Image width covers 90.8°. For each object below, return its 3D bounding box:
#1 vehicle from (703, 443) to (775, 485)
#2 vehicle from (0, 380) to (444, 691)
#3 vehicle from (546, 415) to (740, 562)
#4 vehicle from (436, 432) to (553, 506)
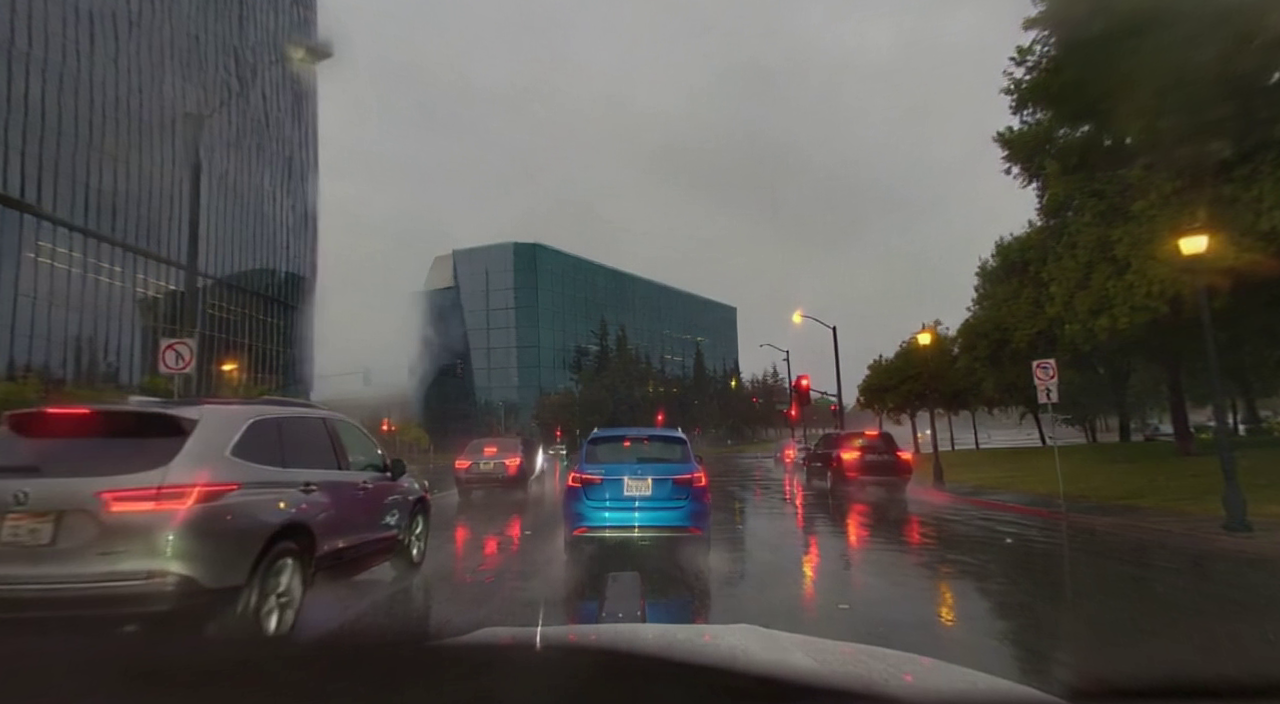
[{"bbox_3d":[3.714,4.260,24.461,2.082,1.445,4.426,0,-8,0],"label":"vehicle"},{"bbox_3d":[-3.560,1.324,5.730,2.083,1.691,4.398,0,-8,1],"label":"vehicle"},{"bbox_3d":[0.007,1.876,9.393,2.207,1.659,4.155,0,-8,-1],"label":"vehicle"},{"bbox_3d":[-3.615,2.988,16.586,2.068,1.678,4.199,0,-8,0],"label":"vehicle"}]
